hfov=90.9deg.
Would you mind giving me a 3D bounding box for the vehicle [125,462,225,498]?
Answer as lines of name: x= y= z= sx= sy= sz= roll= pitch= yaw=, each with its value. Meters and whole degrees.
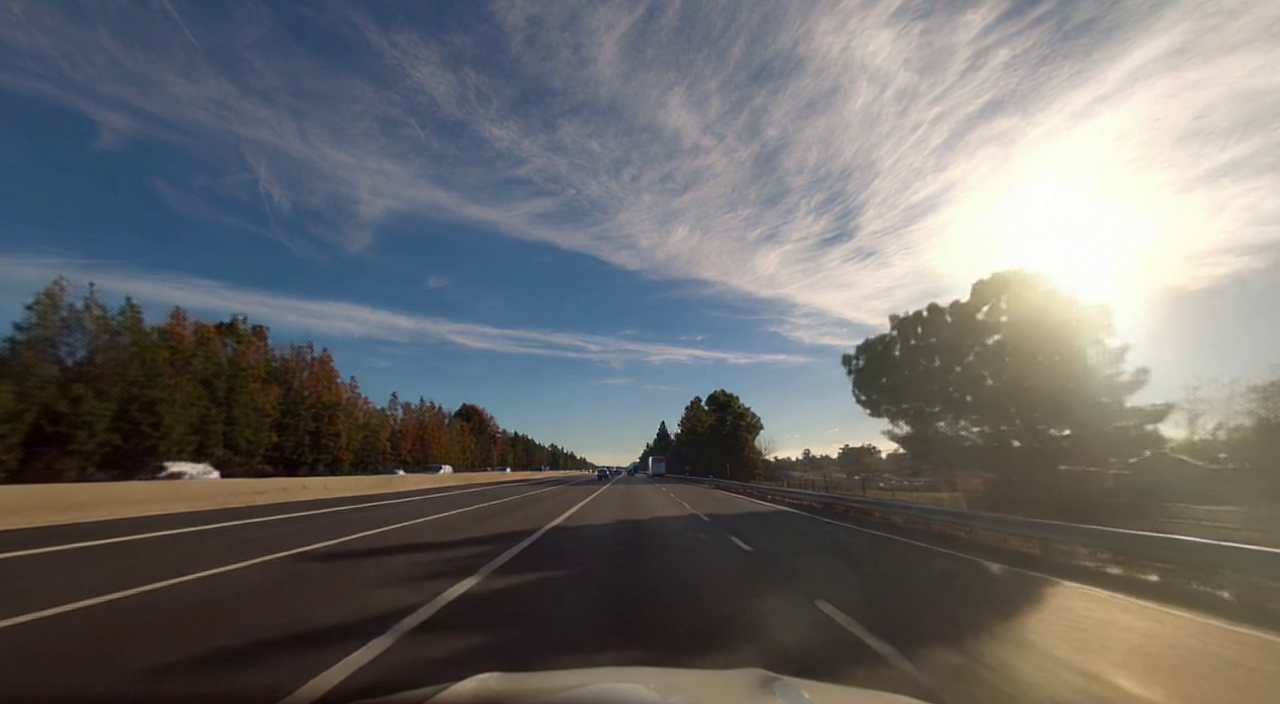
vehicle: x=-26.878 y=7.390 z=36.673 sx=2.090 sy=1.903 sz=4.812 roll=1 pitch=-10 yaw=-1
